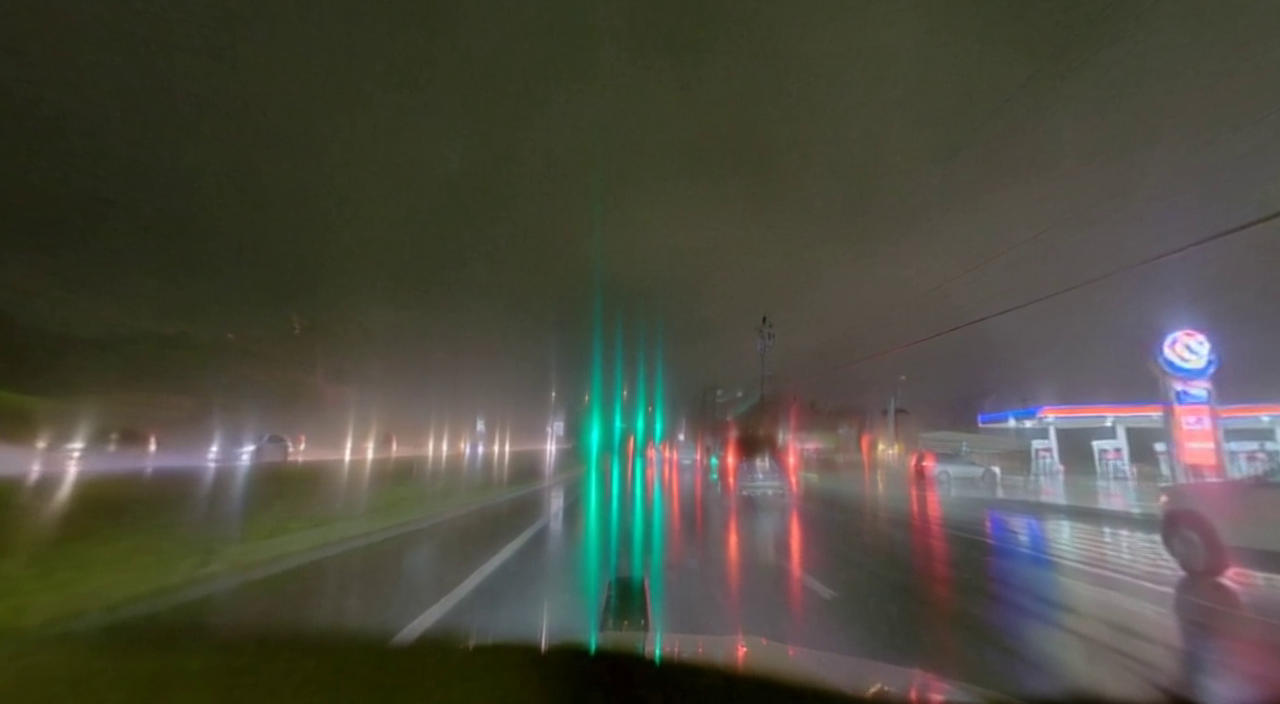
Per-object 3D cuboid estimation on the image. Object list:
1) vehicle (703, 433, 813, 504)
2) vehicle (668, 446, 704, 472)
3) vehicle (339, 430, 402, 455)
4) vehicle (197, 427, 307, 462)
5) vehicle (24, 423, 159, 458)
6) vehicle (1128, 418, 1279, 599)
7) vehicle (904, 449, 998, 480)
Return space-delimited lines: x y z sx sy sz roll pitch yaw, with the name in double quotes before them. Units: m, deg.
"vehicle" 3.203 3.290 18.291 2.184 1.777 4.712 0 -8 -1
"vehicle" 2.941 6.932 41.149 2.012 1.612 4.114 0 -8 -1
"vehicle" -19.844 6.706 46.659 2.037 1.761 5.401 0 -8 3
"vehicle" -17.416 4.201 28.596 1.920 1.473 4.524 0 -8 3
"vehicle" -24.293 3.957 28.173 1.953 1.427 4.369 0 -8 2
"vehicle" 6.659 1.347 5.240 1.881 1.604 4.289 0 -8 3
"vehicle" 18.330 6.611 37.244 4.587 1.710 1.969 1 -9 -7
